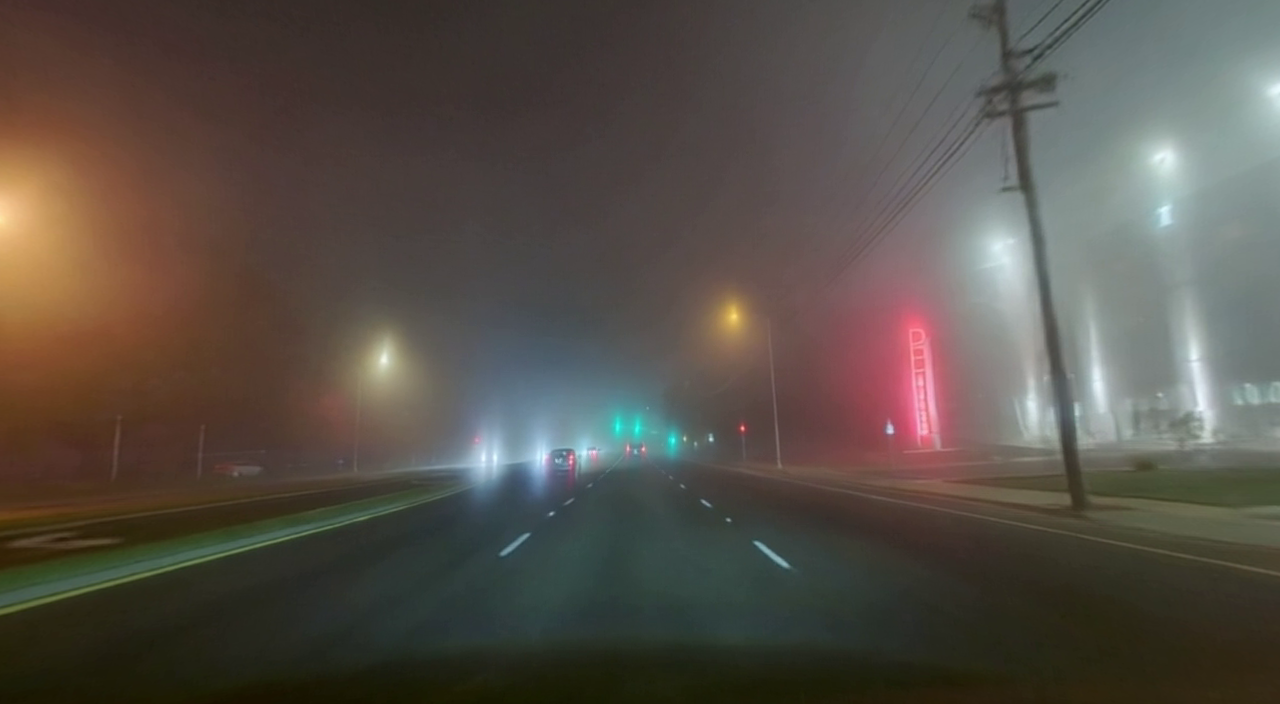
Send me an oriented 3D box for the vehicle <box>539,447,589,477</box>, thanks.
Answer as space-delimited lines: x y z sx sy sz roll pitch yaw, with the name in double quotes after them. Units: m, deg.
-3.853 5.668 32.630 2.076 1.444 4.328 0 -9 -1 "vehicle"
